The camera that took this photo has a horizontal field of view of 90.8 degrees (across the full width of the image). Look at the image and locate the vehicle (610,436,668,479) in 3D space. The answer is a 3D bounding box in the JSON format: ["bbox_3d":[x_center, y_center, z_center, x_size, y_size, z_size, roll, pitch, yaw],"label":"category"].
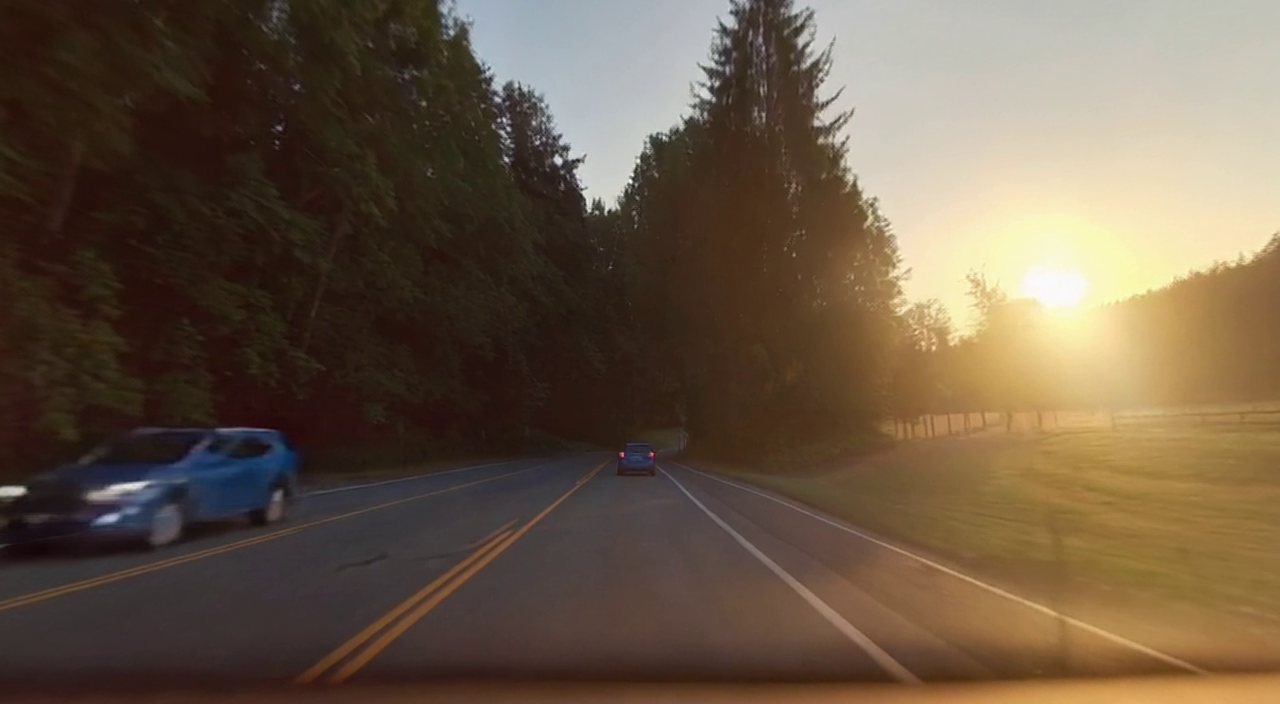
[{"bbox_3d":[-0.064,4.590,27.577,2.294,1.708,4.110,1,-9,-1],"label":"vehicle"}]

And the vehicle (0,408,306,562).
[{"bbox_3d":[-7.269,1.860,9.410,2.185,1.713,4.365,1,-9,-1],"label":"vehicle"}]
